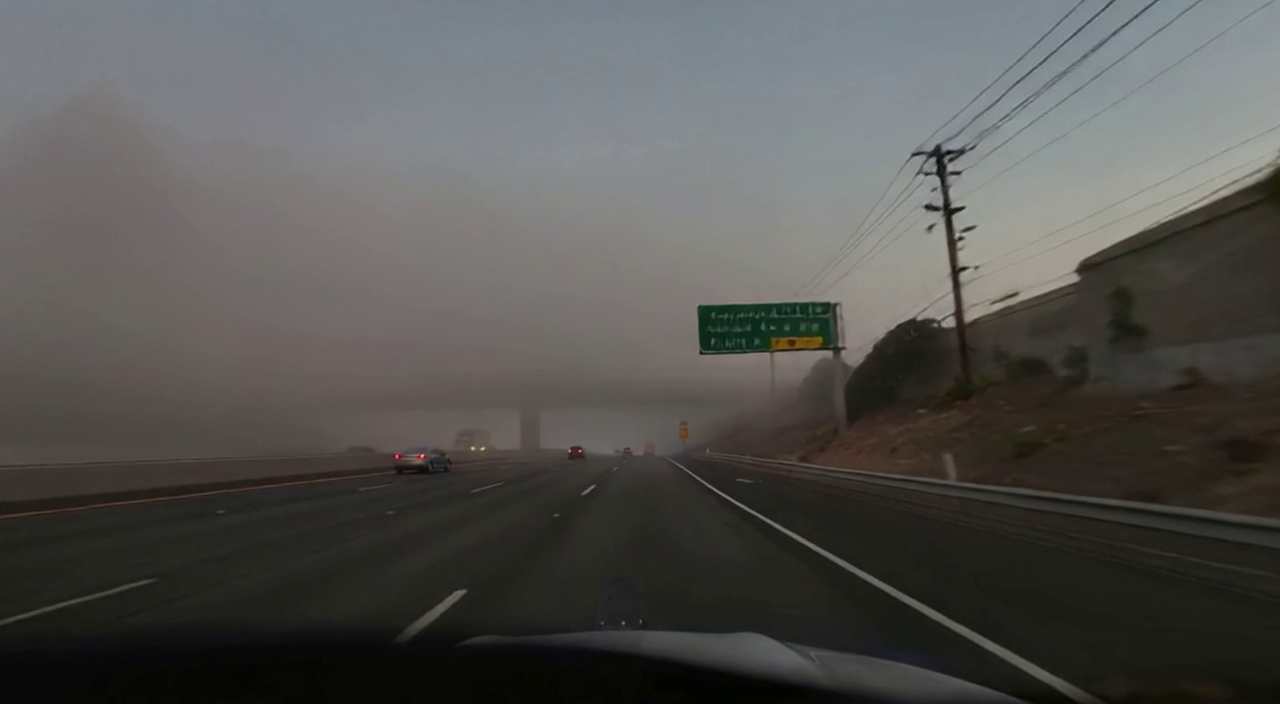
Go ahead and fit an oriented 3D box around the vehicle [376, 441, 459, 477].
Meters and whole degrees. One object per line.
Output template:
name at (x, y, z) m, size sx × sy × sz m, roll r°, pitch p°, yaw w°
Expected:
vehicle at (-9.995, 4.829, 28.758) m, size 2.056 × 1.476 × 4.562 m, roll 0°, pitch -8°, yaw 1°
